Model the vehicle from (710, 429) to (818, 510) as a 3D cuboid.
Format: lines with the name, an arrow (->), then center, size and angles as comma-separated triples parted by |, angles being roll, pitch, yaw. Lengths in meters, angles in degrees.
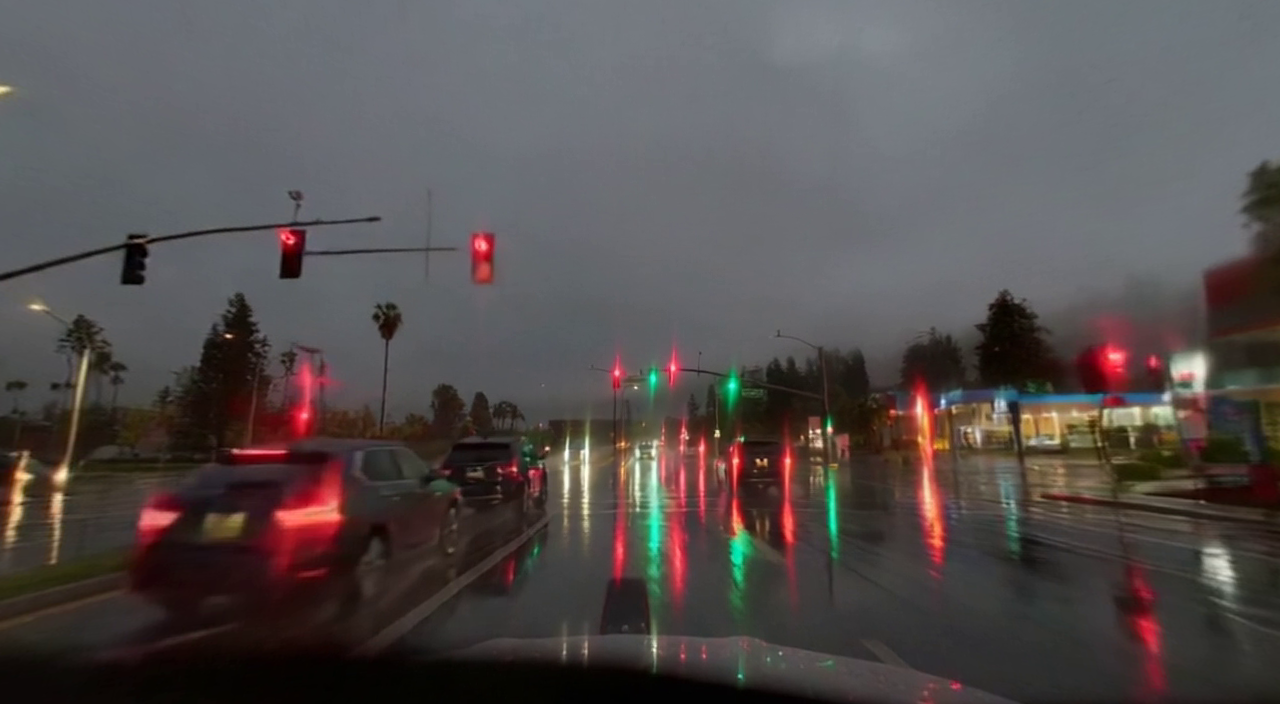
vehicle -> 2.958, 2.884, 15.909 | 1.872, 1.752, 3.896 | 0, -8, -1

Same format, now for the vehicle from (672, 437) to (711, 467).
vehicle -> 3.475, 6.876, 43.533 | 2.154, 1.975, 4.634 | 0, -8, -1

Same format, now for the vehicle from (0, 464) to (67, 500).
vehicle -> -31.653, 6.526, 31.665 | 3.811, 1.628, 1.920 | -1, -8, 1

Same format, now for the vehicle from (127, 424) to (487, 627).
vehicle -> -3.211, 1.715, 7.282 | 1.788, 1.600, 4.298 | -1, -8, 0

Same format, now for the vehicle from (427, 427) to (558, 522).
vehicle -> -3.188, 2.735, 14.620 | 1.972, 1.827, 4.433 | -1, -8, 0

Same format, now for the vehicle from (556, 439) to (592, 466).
vehicle -> -5.010, 7.707, 48.320 | 2.126, 1.790, 4.332 | 4, -8, 2

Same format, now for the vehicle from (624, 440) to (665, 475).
vehicle -> 0.214, 5.449, 32.790 | 1.991, 1.664, 3.814 | 0, -8, 0
